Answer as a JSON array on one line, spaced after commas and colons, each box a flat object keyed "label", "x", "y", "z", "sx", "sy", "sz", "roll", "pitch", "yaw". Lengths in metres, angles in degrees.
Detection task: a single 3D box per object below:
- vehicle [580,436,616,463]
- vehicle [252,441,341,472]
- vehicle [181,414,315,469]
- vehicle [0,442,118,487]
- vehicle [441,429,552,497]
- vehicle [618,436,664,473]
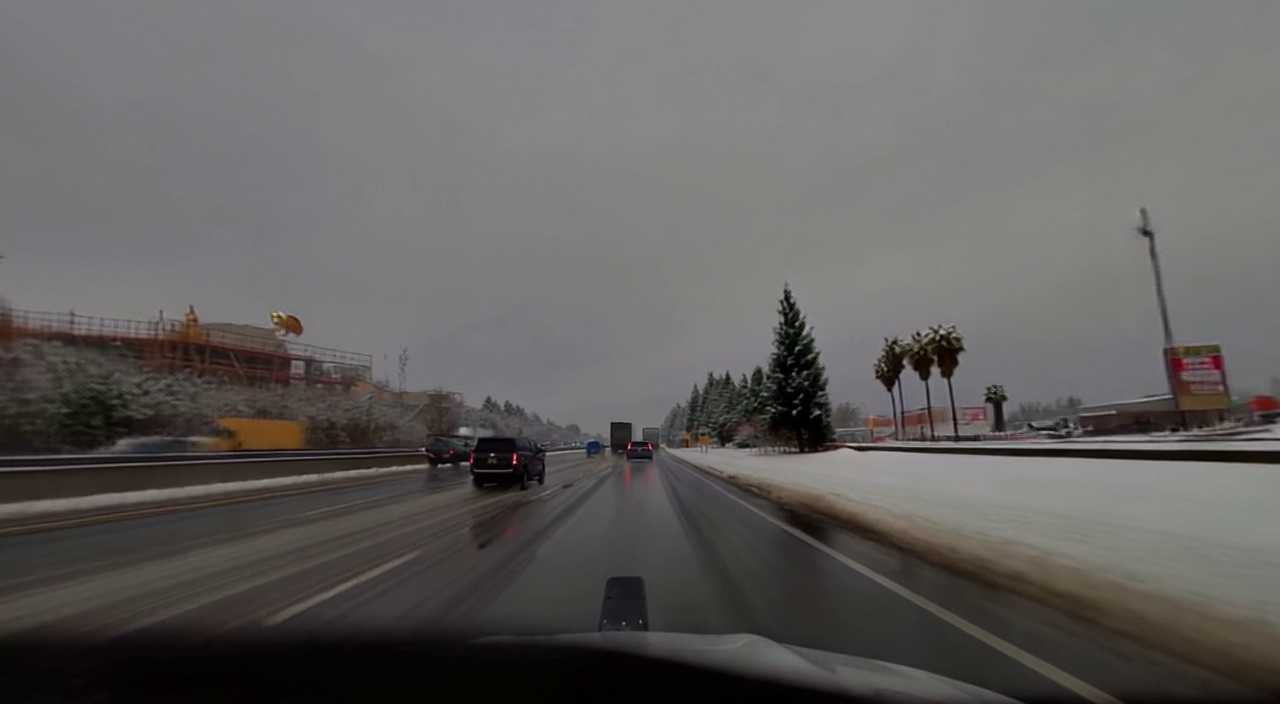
[{"label": "vehicle", "x": -3.210, "y": 7.566, "z": 49.157, "sx": 2.203, "sy": 1.958, "sz": 4.848, "roll": -1, "pitch": -8, "yaw": 3}, {"label": "vehicle", "x": -17.279, "y": 5.271, "z": 31.963, "sx": 2.040, "sy": 1.455, "sz": 4.107, "roll": -1, "pitch": -8, "yaw": 3}, {"label": "vehicle", "x": -24.754, "y": 5.759, "z": 40.517, "sx": 2.968, "sy": 3.142, "sz": 8.309, "roll": -1, "pitch": -8, "yaw": 2}, {"label": "vehicle", "x": -21.715, "y": 4.005, "z": 22.831, "sx": 1.755, "sy": 1.460, "sz": 4.353, "roll": -1, "pitch": -8, "yaw": 3}, {"label": "vehicle", "x": -4.068, "y": 3.236, "z": 18.764, "sx": 2.108, "sy": 1.740, "sz": 4.549, "roll": -1, "pitch": -8, "yaw": 2}, {"label": "vehicle", "x": 0.094, "y": 5.058, "z": 31.316, "sx": 2.136, "sy": 1.678, "sz": 4.052, "roll": -1, "pitch": -8, "yaw": 2}]
